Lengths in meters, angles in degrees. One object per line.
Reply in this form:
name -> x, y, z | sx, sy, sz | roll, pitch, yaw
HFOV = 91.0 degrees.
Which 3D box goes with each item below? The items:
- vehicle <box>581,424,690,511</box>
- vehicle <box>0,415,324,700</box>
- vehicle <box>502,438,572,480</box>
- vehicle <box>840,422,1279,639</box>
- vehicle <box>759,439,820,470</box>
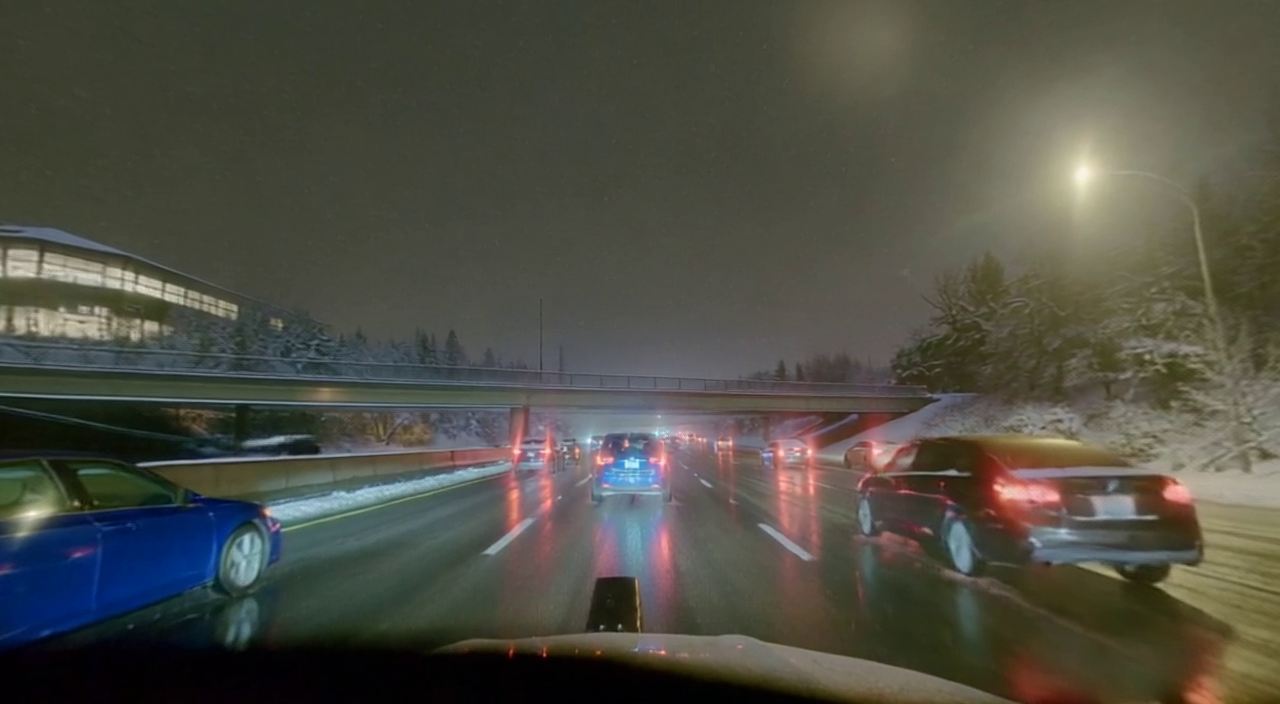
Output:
vehicle -> -0.060, 2.617, 14.670 | 2.181, 1.697, 4.021 | 0, -9, 1
vehicle -> -4.334, 1.228, 4.335 | 1.974, 1.478, 4.412 | 0, -9, 1
vehicle -> -3.967, 4.196, 24.965 | 1.947, 1.516, 4.295 | 0, -9, 1
vehicle -> 3.906, 1.595, 6.750 | 2.031, 1.492, 4.577 | 0, -9, 0
vehicle -> 7.784, 5.384, 33.212 | 2.049, 1.521, 4.604 | 0, -9, 0
